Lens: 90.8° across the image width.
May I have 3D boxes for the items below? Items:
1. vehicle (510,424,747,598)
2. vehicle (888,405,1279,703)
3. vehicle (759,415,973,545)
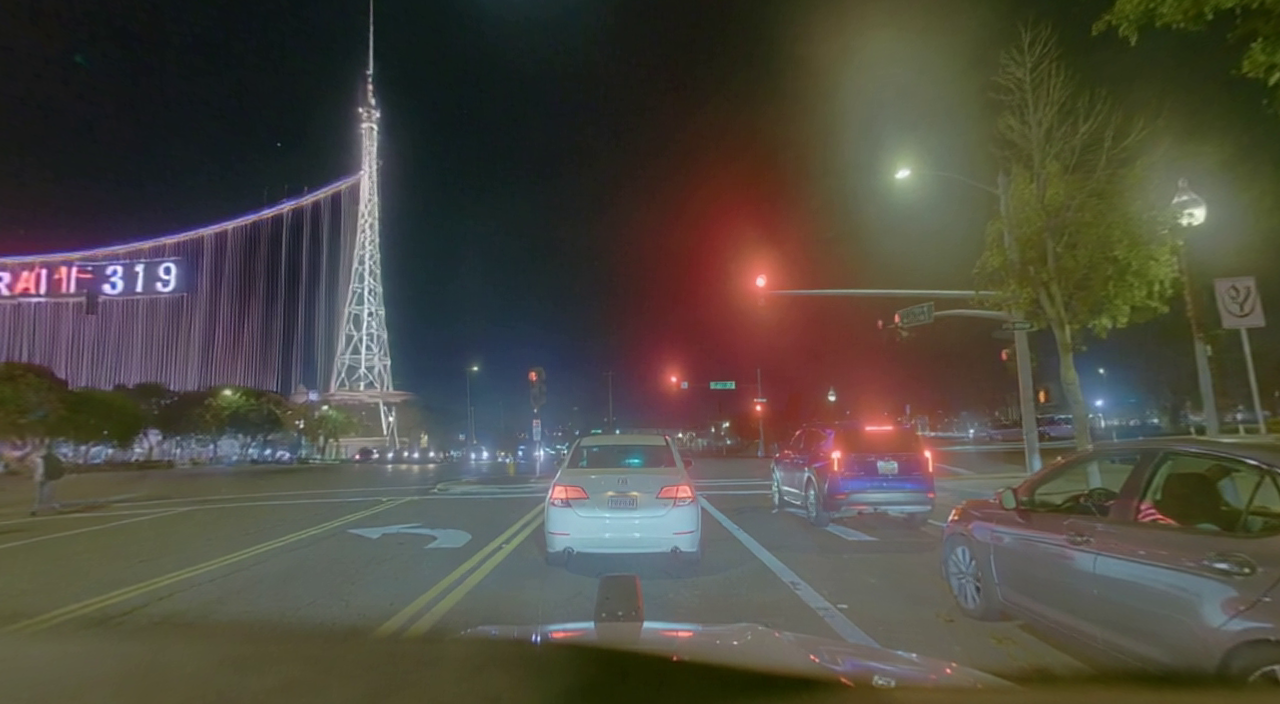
[{"bbox_3d":[-0.104,1.696,7.555,2.096,1.521,3.747,0,-8,0],"label":"vehicle"},{"bbox_3d":[3.377,1.176,4.000,1.833,1.465,4.258,0,-8,-1],"label":"vehicle"},{"bbox_3d":[3.508,2.078,10.942,1.978,1.738,4.599,0,-8,0],"label":"vehicle"}]
